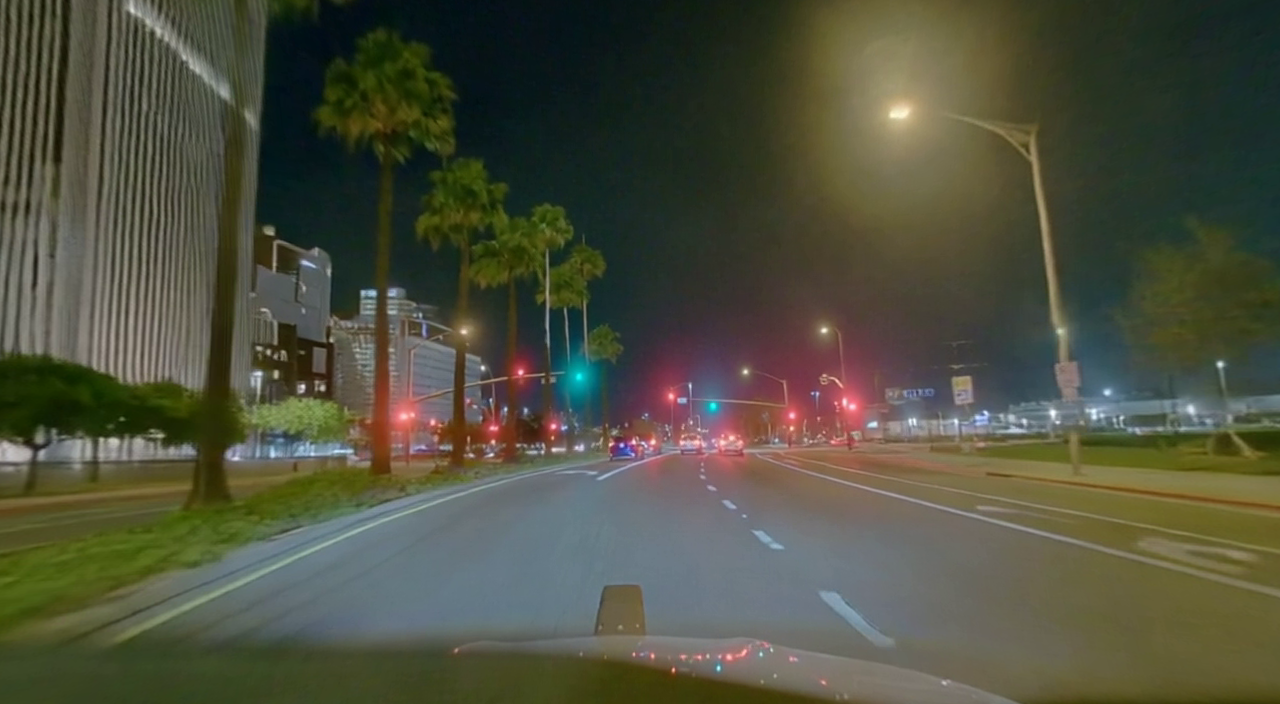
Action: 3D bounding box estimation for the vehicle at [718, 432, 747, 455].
[{"bbox_3d":[6.789,6.778,46.707,1.936,1.567,3.896,-1,-8,6],"label":"vehicle"}]

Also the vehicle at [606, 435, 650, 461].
[{"bbox_3d":[-0.637,5.880,38.707,1.962,1.480,4.605,-1,-8,8],"label":"vehicle"}]

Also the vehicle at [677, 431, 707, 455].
[{"bbox_3d":[4.045,7.053,48.754,2.060,1.730,4.257,-1,-8,8],"label":"vehicle"}]
